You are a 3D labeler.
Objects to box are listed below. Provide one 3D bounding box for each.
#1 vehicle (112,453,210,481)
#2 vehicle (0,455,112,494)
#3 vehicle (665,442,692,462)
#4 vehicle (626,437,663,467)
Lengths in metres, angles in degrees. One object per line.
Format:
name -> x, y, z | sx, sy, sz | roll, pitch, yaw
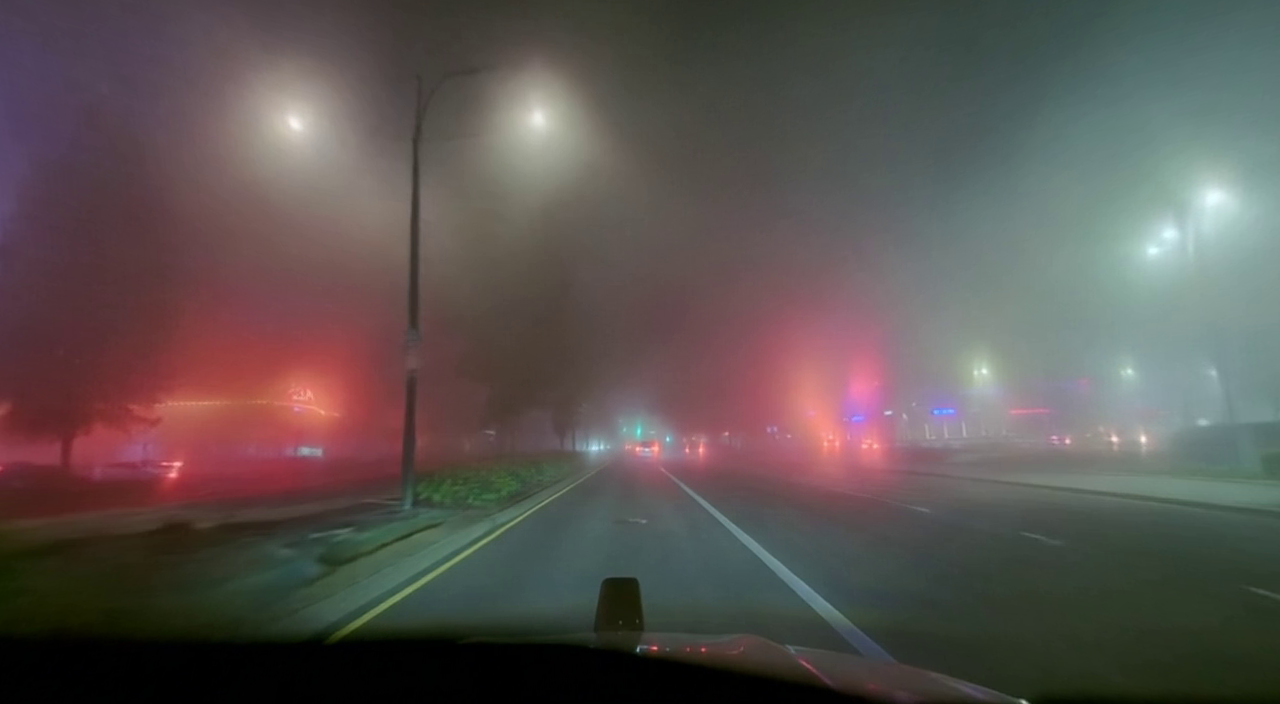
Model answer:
vehicle -> -30.266, 7.262, 39.997 | 4.621, 1.670, 1.895 | 0, -8, -1
vehicle -> -28.712, 5.936, 30.931 | 1.990, 1.662, 4.352 | 0, -8, -2
vehicle -> 2.894, 7.587, 47.943 | 1.685, 1.441, 3.795 | 0, -8, -1
vehicle -> 0.218, 5.953, 37.714 | 2.100, 1.683, 4.231 | 0, -8, 0
